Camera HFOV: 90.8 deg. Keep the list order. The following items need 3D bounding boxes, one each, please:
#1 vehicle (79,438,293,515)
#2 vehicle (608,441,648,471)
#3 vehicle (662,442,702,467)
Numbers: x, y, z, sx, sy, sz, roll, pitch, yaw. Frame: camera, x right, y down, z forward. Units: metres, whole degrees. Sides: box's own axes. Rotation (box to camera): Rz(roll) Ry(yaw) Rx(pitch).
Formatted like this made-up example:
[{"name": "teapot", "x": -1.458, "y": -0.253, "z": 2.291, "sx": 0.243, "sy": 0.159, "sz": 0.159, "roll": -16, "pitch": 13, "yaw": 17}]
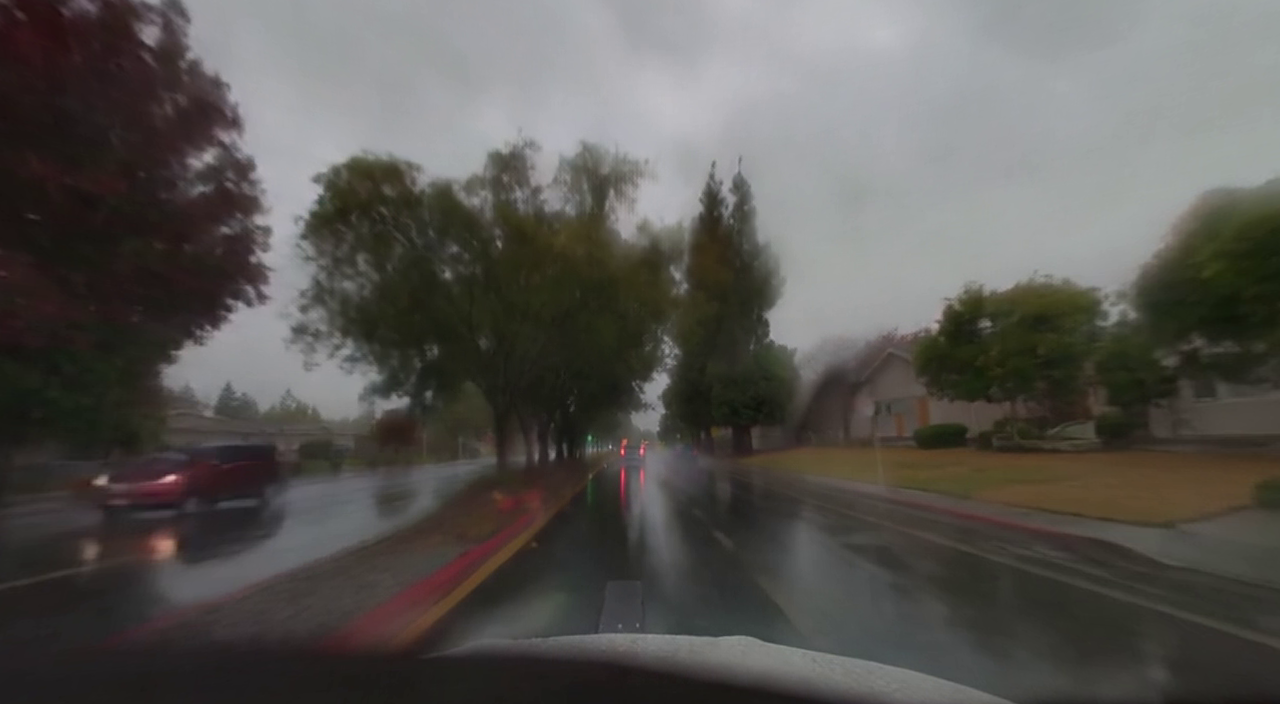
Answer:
[{"name": "vehicle", "x": -11.436, "y": 3.127, "z": 16.493, "sx": 2.107, "sy": 1.684, "sz": 4.707, "roll": 0, "pitch": -8, "yaw": -1}, {"name": "vehicle", "x": -0.605, "y": 5.521, "z": 33.832, "sx": 2.018, "sy": 1.511, "sz": 3.993, "roll": 0, "pitch": -8, "yaw": 0}, {"name": "vehicle", "x": 2.607, "y": 6.470, "z": 40.048, "sx": 2.057, "sy": 1.496, "sz": 4.401, "roll": 0, "pitch": -8, "yaw": -2}]
